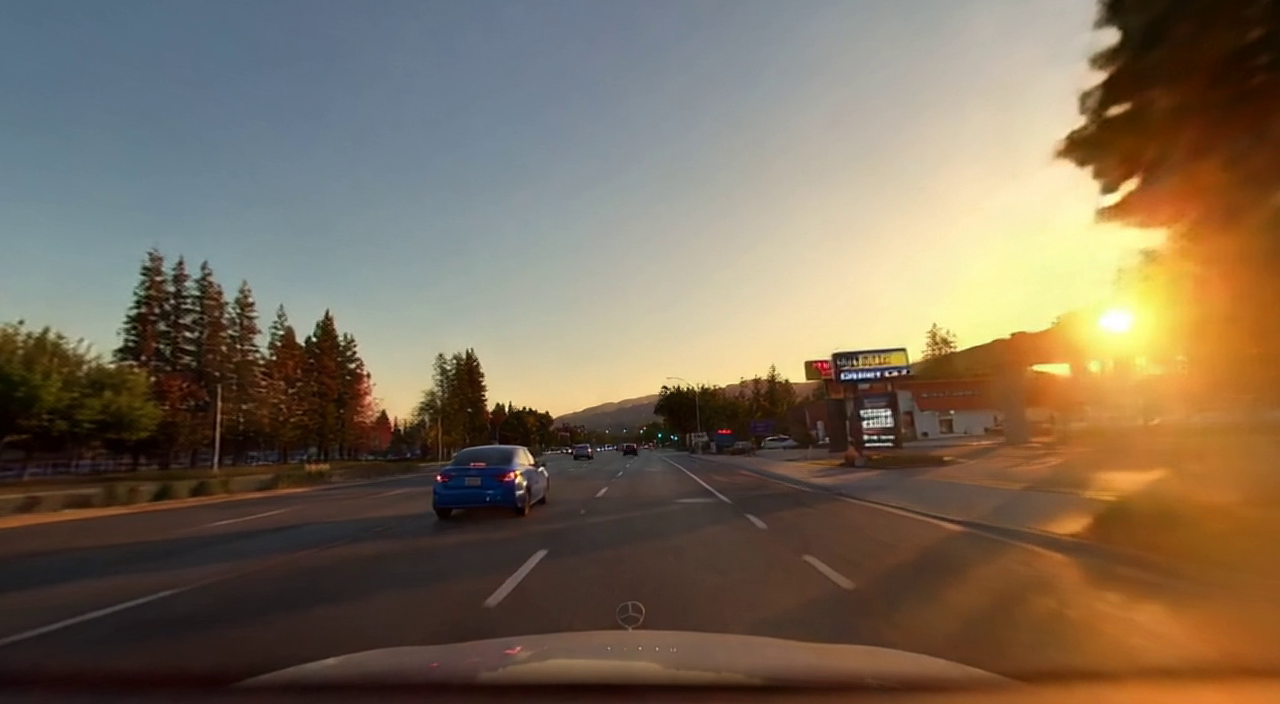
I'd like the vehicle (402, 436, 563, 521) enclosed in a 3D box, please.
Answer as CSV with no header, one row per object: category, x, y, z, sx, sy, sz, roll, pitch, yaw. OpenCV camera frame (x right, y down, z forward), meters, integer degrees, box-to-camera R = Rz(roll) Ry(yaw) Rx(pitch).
vehicle,-3.043,2.551,13.295,2.152,1.479,4.394,0,-9,2
